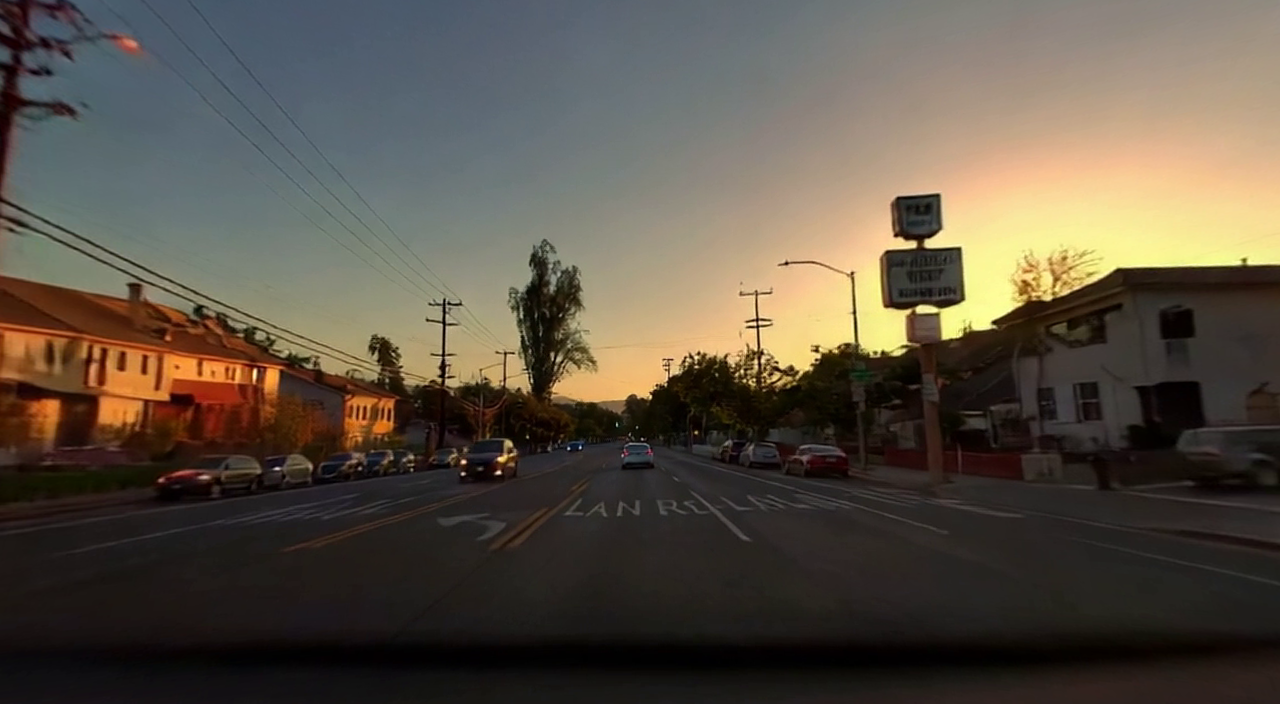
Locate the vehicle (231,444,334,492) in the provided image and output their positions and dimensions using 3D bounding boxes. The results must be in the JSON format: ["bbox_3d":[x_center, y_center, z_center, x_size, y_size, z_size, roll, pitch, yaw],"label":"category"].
[{"bbox_3d":[-14.385,4.642,25.694,1.855,1.765,4.115,0,-8,-2],"label":"vehicle"}]

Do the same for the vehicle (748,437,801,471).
[{"bbox_3d":[7.829,5.991,37.279,2.026,1.851,4.360,0,-8,-2],"label":"vehicle"}]

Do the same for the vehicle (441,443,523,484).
[{"bbox_3d":[-6.184,4.403,25.291,1.992,1.476,4.682,0,-8,1],"label":"vehicle"}]

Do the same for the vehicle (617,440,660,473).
[{"bbox_3d":[-0.077,5.333,32.575,2.067,1.547,4.513,0,-8,0],"label":"vehicle"}]

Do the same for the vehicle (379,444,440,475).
[{"bbox_3d":[-14.323,6.665,39.627,2.041,1.789,5.070,0,-8,-2],"label":"vehicle"}]

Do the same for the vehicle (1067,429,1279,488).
[{"bbox_3d":[15.147,2.953,17.725,4.889,1.526,1.979,0,-8,-2],"label":"vehicle"}]

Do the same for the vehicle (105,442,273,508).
[{"bbox_3d":[-14.267,3.846,20.437,1.981,1.761,4.652,-2,-7,1],"label":"vehicle"}]

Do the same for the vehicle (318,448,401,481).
[{"bbox_3d":[-14.428,5.807,32.879,1.953,1.543,4.984,0,-8,1],"label":"vehicle"}]

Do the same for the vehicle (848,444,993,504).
[{"bbox_3d":[7.813,3.403,18.218,1.936,1.479,4.736,0,-8,-1],"label":"vehicle"}]
